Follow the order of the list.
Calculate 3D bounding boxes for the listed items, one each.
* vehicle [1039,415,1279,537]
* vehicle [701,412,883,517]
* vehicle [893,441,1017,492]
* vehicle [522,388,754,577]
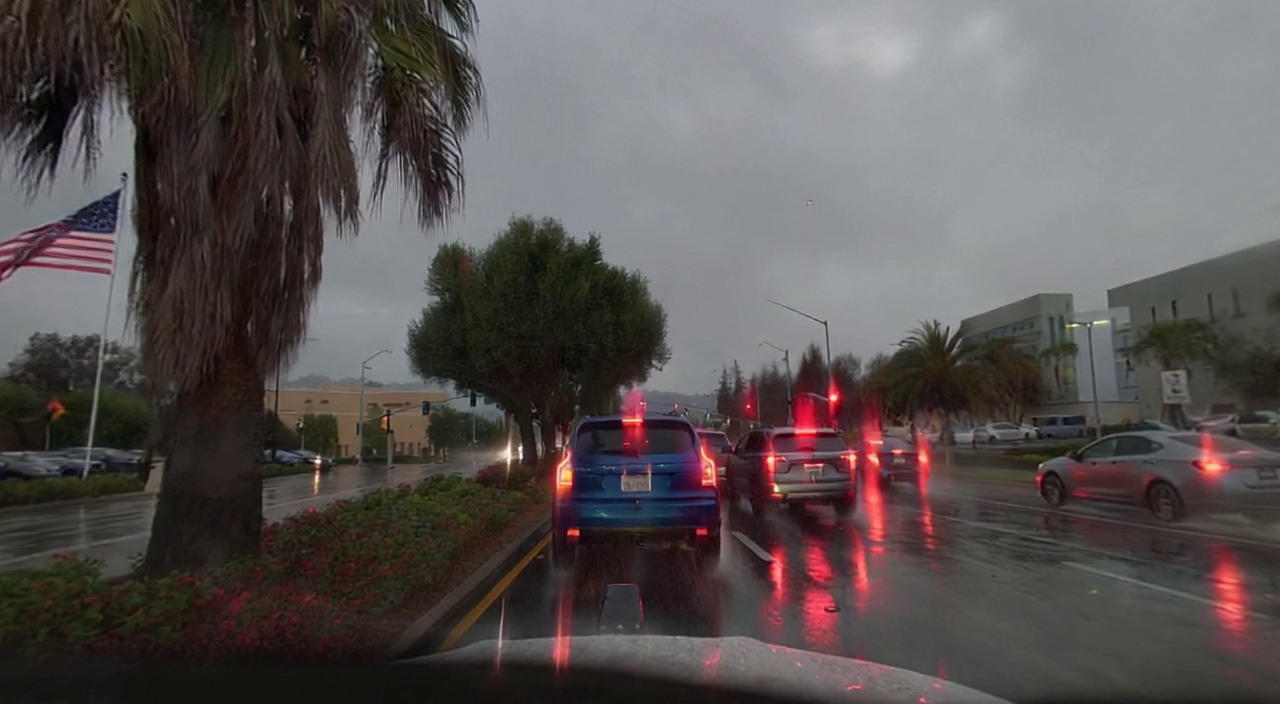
[{"bbox_3d":[9.907,2.166,11.623,2.155,1.779,4.582,0,-9,1],"label":"vehicle"},{"bbox_3d":[3.267,2.659,15.484,2.773,2.021,6.212,0,-9,-2],"label":"vehicle"},{"bbox_3d":[10.157,3.700,20.790,1.855,1.495,4.143,0,-9,-1],"label":"vehicle"},{"bbox_3d":[-0.129,1.685,8.910,2.402,1.938,4.535,0,-9,-3],"label":"vehicle"}]
